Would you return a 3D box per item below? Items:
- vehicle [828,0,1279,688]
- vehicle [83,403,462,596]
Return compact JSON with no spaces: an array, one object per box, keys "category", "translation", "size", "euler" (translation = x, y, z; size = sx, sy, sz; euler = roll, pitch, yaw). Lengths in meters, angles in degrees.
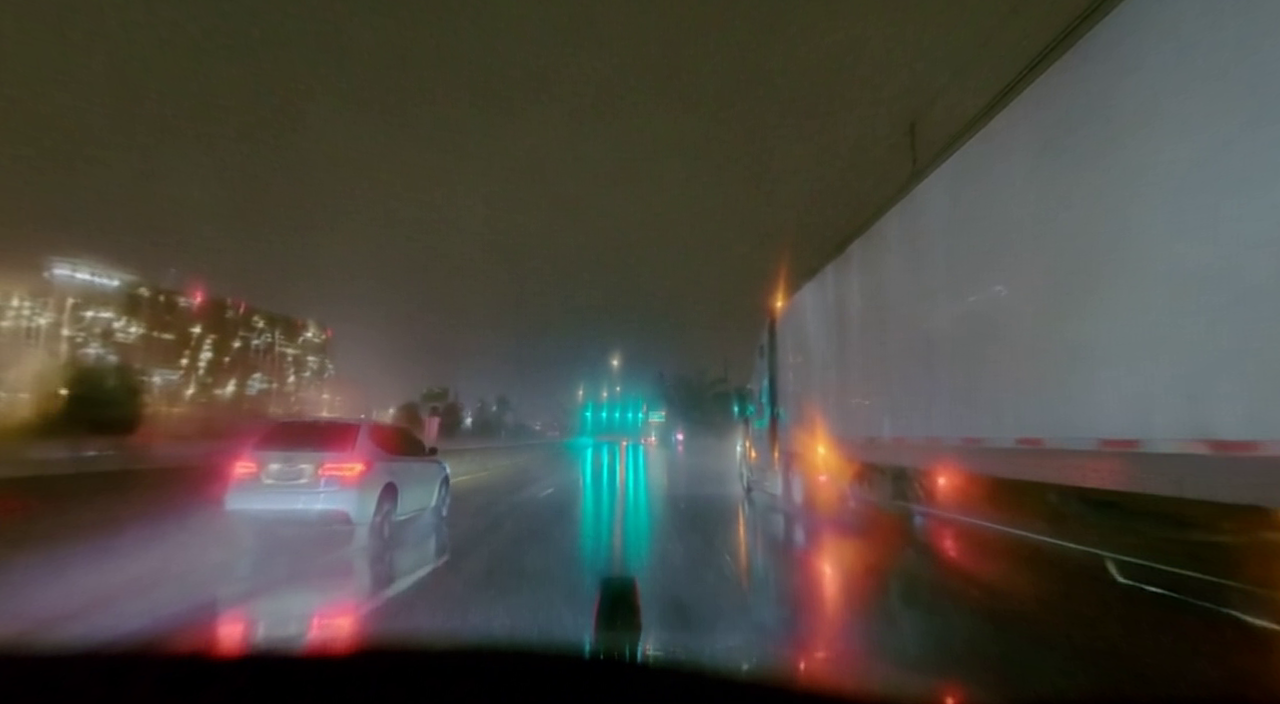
[{"category":"vehicle","translation":[4.061,-0.689,1.743],"size":[2.850,3.894,13.987],"euler":[0,-7,0]},{"category":"vehicle","translation":[-3.830,1.582,7.755],"size":[2.063,1.661,4.439],"euler":[0,-8,-1]}]
